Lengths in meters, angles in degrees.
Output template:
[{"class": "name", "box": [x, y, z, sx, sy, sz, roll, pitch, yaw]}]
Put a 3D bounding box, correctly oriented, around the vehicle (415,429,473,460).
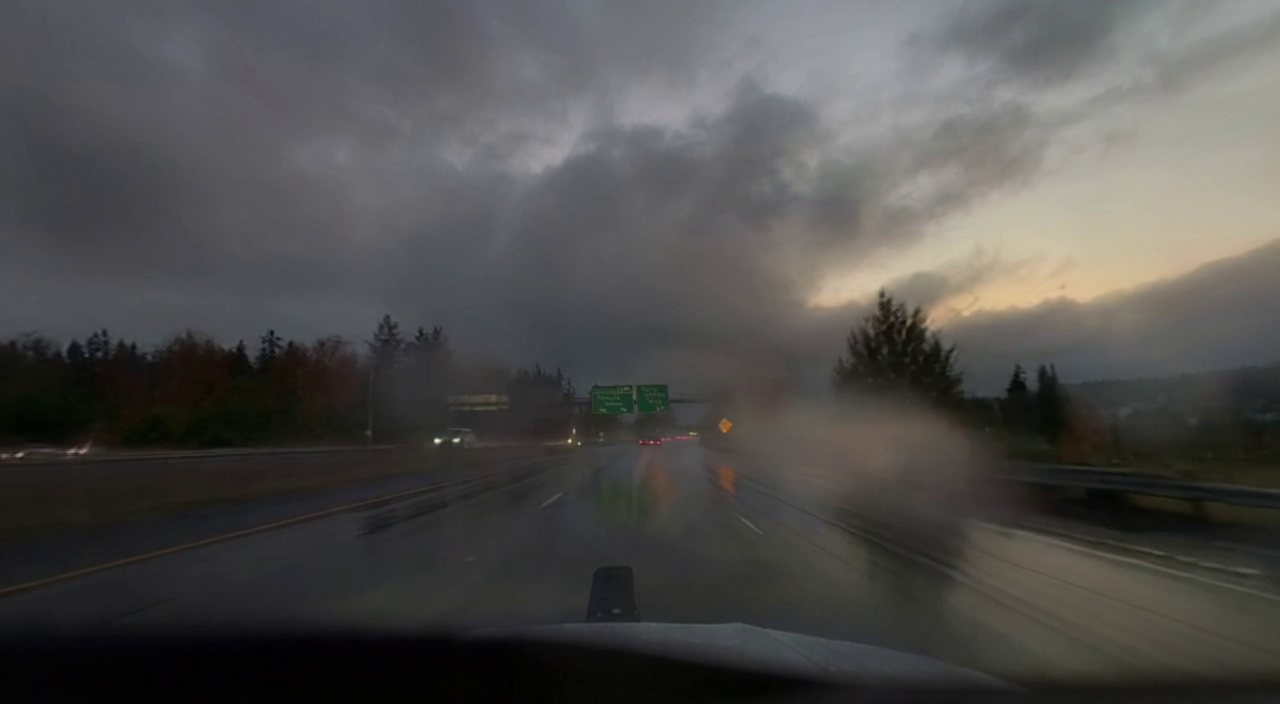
[{"class": "vehicle", "box": [-14.021, 6.671, 45.499, 2.360, 2.041, 5.367, -1, -8, 1]}]
